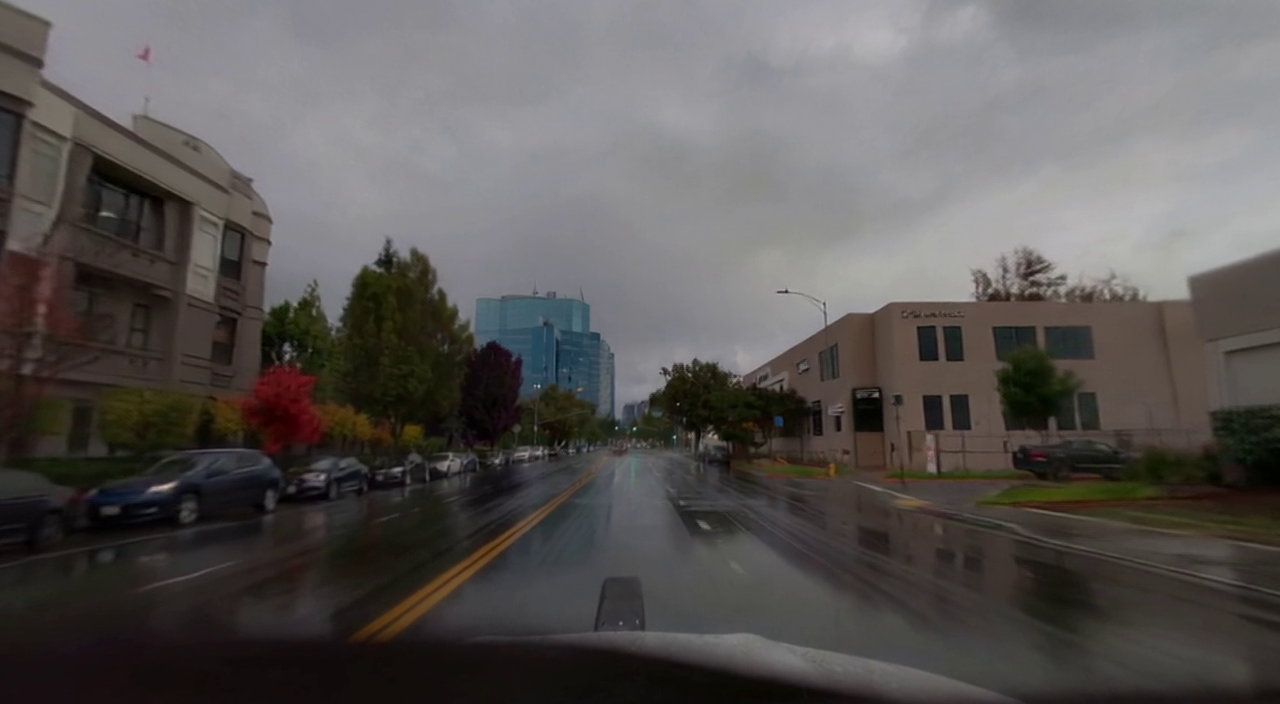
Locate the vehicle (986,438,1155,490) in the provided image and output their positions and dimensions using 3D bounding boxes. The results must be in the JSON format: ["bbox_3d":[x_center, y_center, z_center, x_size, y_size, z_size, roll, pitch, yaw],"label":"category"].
[{"bbox_3d":[15.962,4.172,23.646,4.625,1.797,2.266,0,-9,-1],"label":"vehicle"}]

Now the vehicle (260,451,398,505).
[{"bbox_3d":[-10.075,4.090,21.000,2.010,1.476,4.871,-1,-8,2],"label":"vehicle"}]

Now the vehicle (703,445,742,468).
[{"bbox_3d":[5.926,7.585,46.099,2.038,1.482,4.994,0,-8,-2],"label":"vehicle"}]

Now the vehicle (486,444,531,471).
[{"bbox_3d":[-10.091,8.102,48.862,2.228,1.863,5.407,-1,-8,1],"label":"vehicle"}]

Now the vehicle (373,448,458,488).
[{"bbox_3d":[-10.188,5.274,29.172,1.995,1.564,5.321,0,-8,0],"label":"vehicle"}]

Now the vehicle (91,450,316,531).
[{"bbox_3d":[-10.022,3.163,15.146,1.918,1.535,4.834,-1,-8,1],"label":"vehicle"}]

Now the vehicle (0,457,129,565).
[{"bbox_3d":[-10.011,2.242,8.624,1.959,1.451,4.990,0,-8,-1],"label":"vehicle"}]
